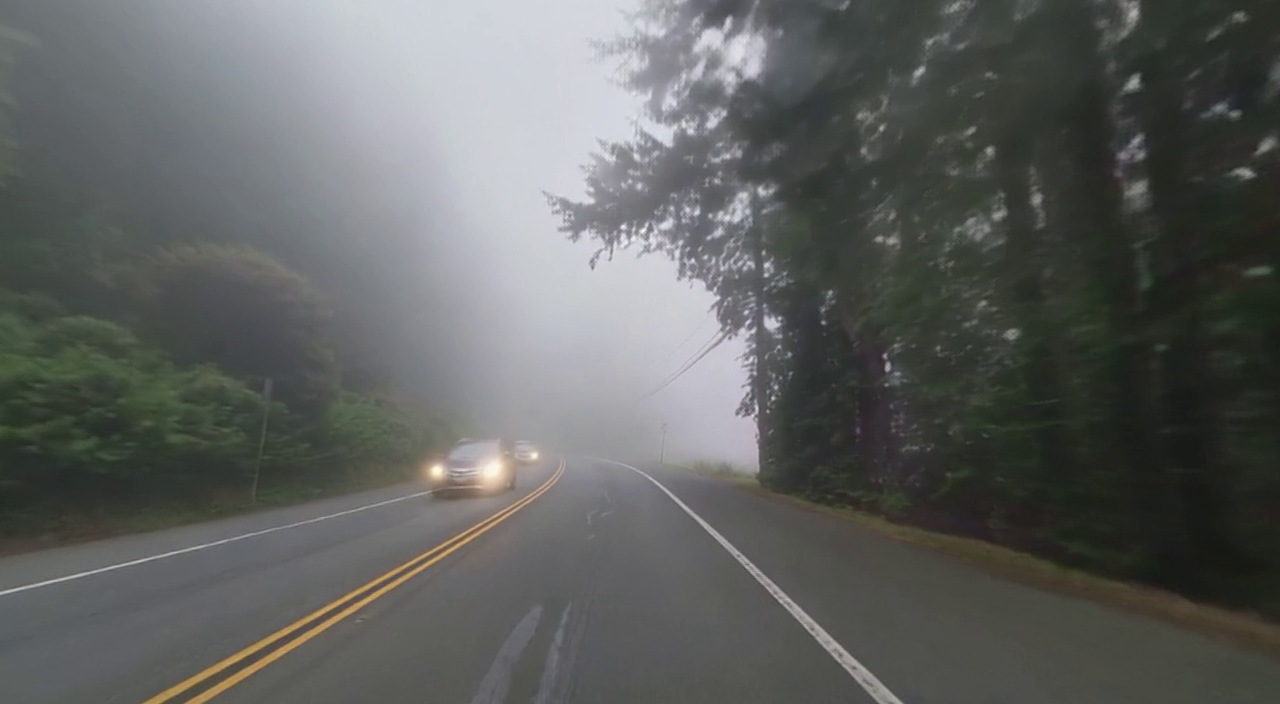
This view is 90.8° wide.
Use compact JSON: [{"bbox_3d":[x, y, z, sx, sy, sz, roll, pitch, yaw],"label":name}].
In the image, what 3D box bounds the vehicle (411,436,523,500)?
[{"bbox_3d":[-4.956,3.392,18.861,2.165,1.648,4.605,1,-9,-2],"label":"vehicle"}]
